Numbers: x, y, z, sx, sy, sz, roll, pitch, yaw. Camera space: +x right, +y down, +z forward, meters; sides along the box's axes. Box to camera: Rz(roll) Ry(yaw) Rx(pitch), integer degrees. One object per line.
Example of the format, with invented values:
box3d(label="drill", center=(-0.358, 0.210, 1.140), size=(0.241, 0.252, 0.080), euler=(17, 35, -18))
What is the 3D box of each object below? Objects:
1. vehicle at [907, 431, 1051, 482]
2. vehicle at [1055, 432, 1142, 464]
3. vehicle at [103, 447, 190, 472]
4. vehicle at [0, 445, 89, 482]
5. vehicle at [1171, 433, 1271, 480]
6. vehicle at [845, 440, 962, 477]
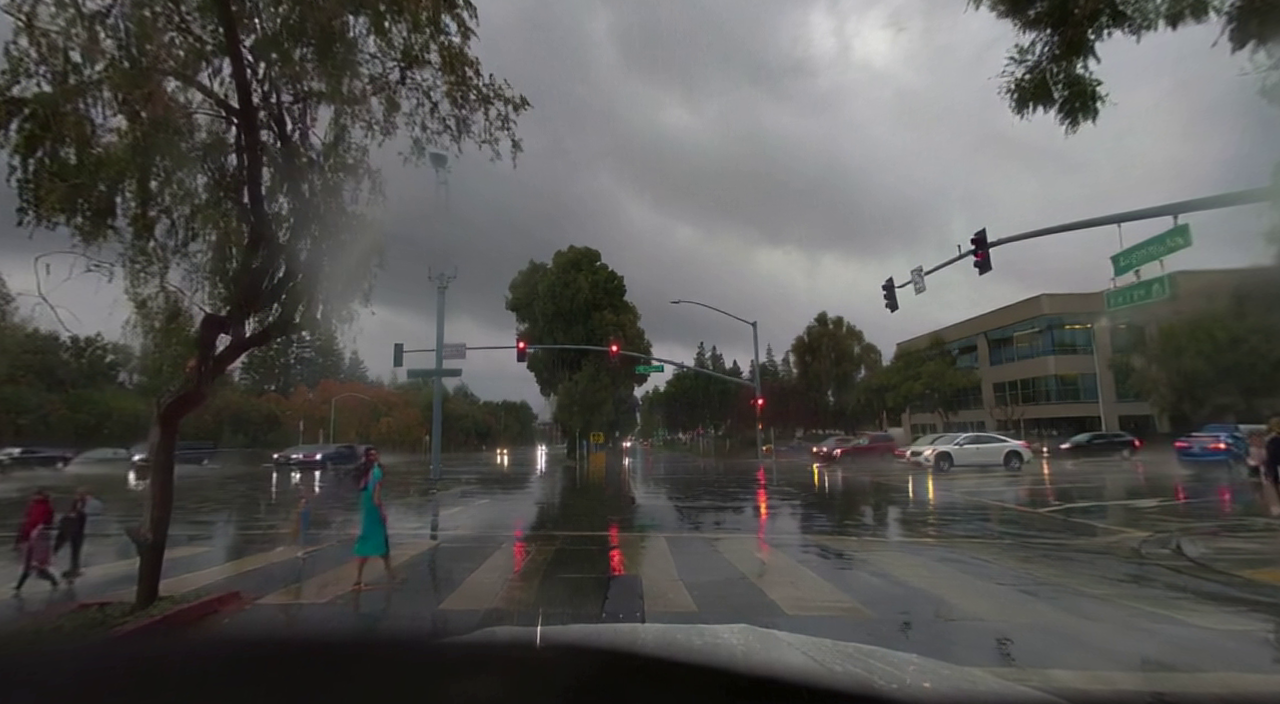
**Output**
box3d(label="vehicle", center=(12.894, 3.923, 24.046), size=(4.742, 1.762, 2.180), euler=(3, -9, -22))
box3d(label="vehicle", center=(28.043, 5.922, 38.882), size=(2.066, 1.821, 4.509), euler=(0, -8, 2))
box3d(label="vehicle", center=(-31.030, 6.757, 39.936), size=(1.811, 1.438, 4.812), euler=(0, -8, -2))
box3d(label="vehicle", center=(-26.954, 4.781, 27.410), size=(2.006, 1.459, 4.720), euler=(0, -8, -4))
box3d(label="vehicle", center=(20.993, 3.727, 22.773), size=(4.312, 1.540, 2.007), euler=(7, -11, -40))
box3d(label="vehicle", center=(11.438, 4.623, 27.562), size=(4.317, 1.491, 1.896), euler=(1, -9, -11))
